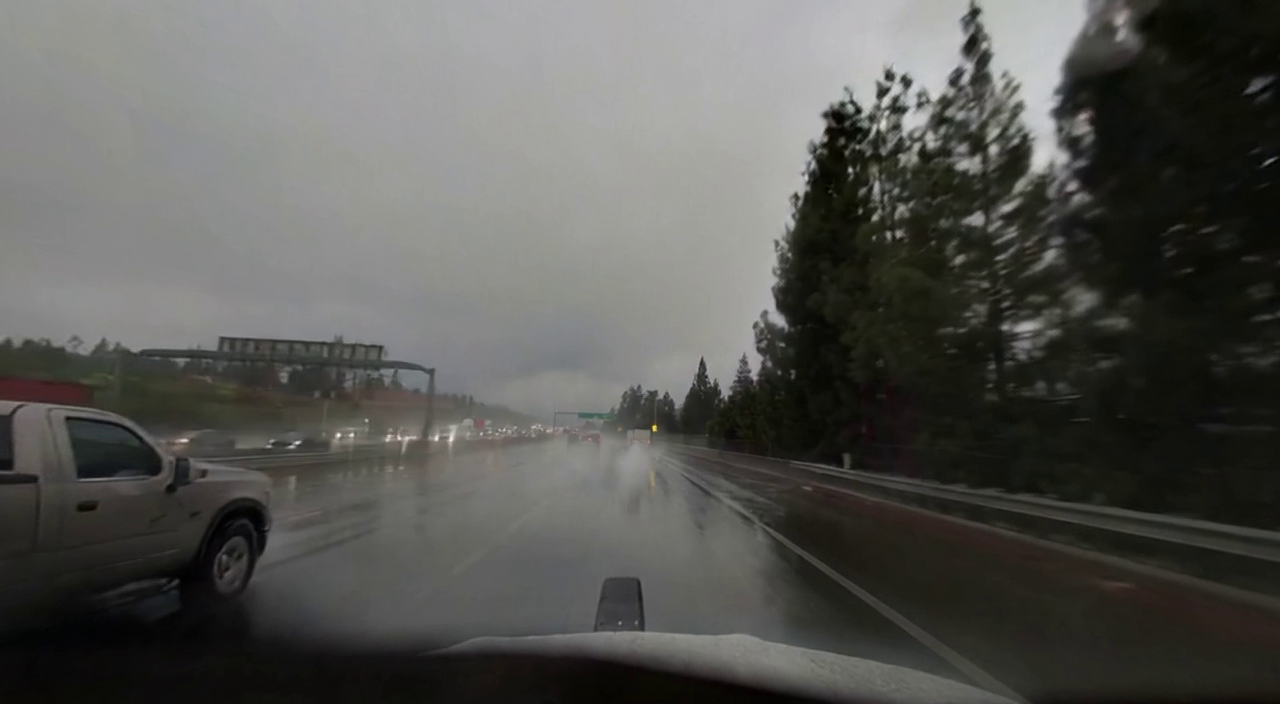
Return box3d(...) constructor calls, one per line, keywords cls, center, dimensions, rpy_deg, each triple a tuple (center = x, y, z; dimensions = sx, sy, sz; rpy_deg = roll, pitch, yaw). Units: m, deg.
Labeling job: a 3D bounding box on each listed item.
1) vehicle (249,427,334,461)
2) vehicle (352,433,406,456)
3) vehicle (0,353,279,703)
box3d(cls="vehicle", center=(-18.054, 4.805, 32.941), dimensions=(2.027, 1.647, 4.378), rpy_deg=(0, -8, -1))
box3d(cls="vehicle", center=(-18.444, 6.552, 44.791), dimensions=(1.960, 1.504, 4.473), rpy_deg=(0, -8, -1))
box3d(cls="vehicle", center=(-3.954, 0.827, 2.778), dimensions=(2.187, 1.639, 4.318), rpy_deg=(0, -8, -1))
